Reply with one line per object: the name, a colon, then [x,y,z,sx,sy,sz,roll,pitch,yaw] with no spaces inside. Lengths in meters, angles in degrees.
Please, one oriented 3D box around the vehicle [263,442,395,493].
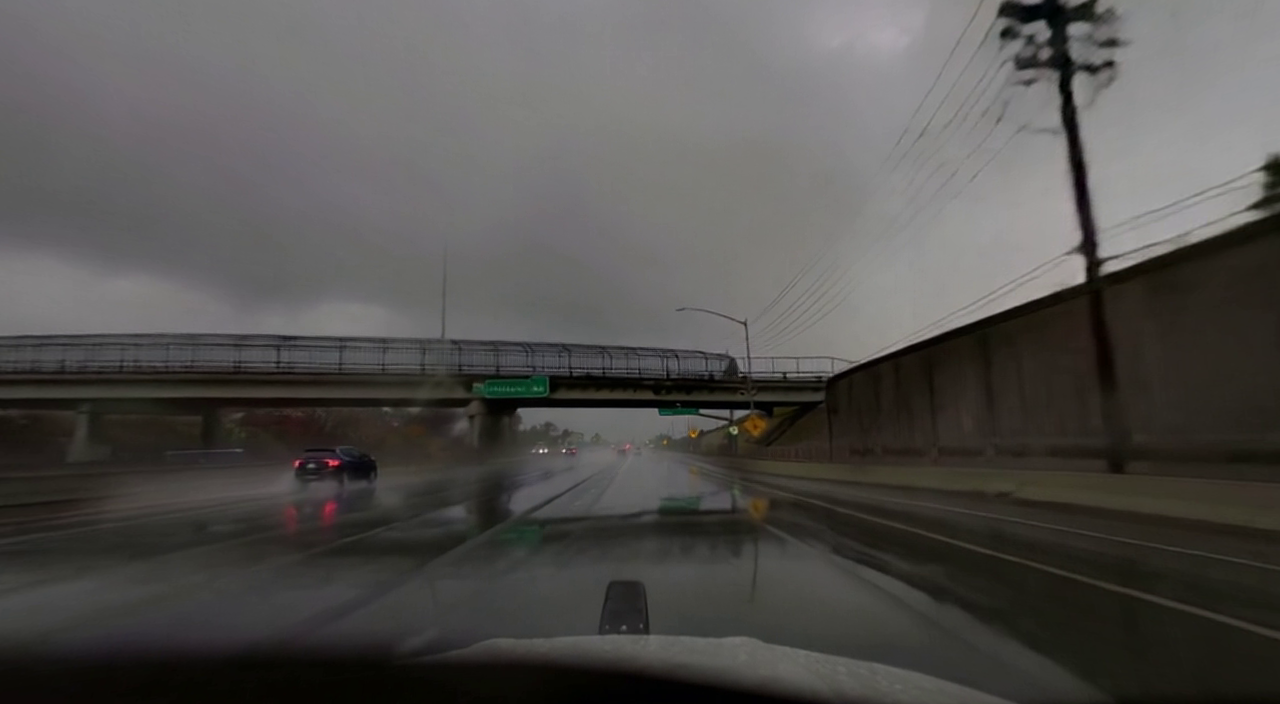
vehicle: [-10.172,3.780,21.117,2.056,1.476,4.562,0,-8,1]
